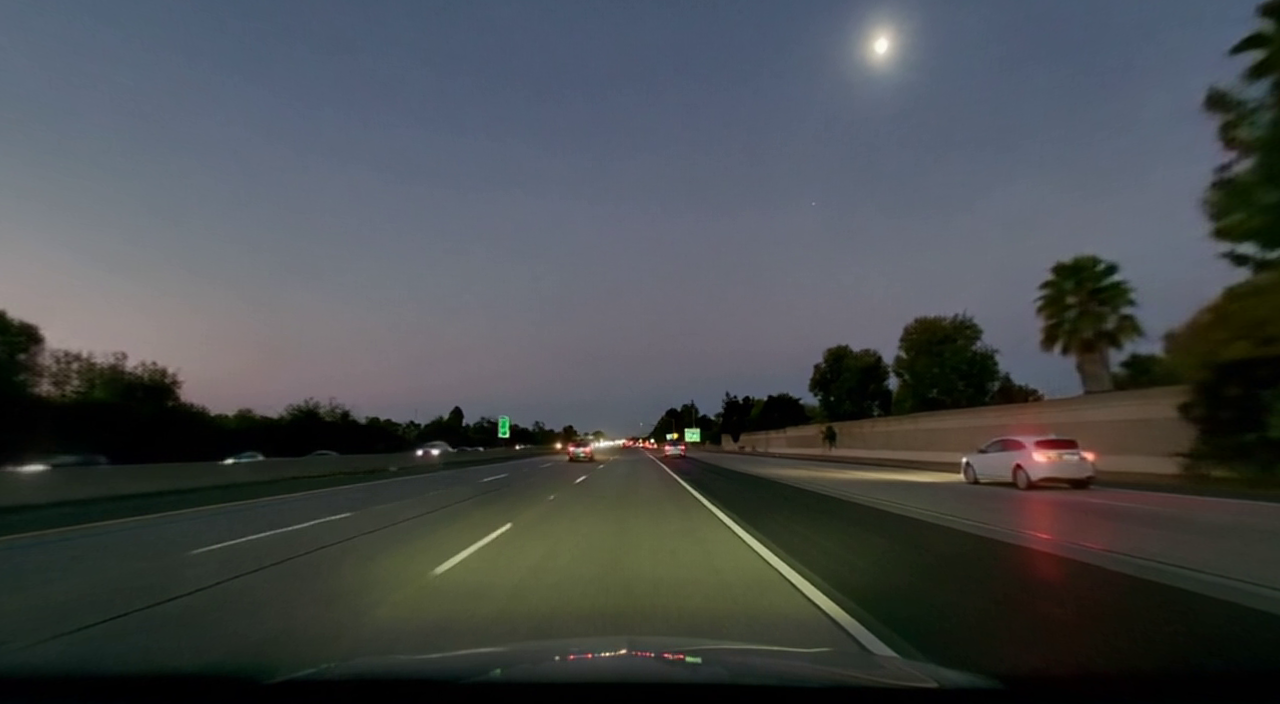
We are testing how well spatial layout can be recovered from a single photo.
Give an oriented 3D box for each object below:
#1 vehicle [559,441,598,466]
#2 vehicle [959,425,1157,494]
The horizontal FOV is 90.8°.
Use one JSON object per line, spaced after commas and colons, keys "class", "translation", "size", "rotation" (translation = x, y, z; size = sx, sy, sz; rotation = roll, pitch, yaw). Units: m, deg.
{"class": "vehicle", "translation": [-3.883, 6.505, 40.749], "size": [2.052, 1.510, 4.301], "rotation": [0, -8, 0]}
{"class": "vehicle", "translation": [12.169, 3.164, 19.019], "size": [2.344, 1.783, 5.196], "rotation": [0, -8, -1]}
